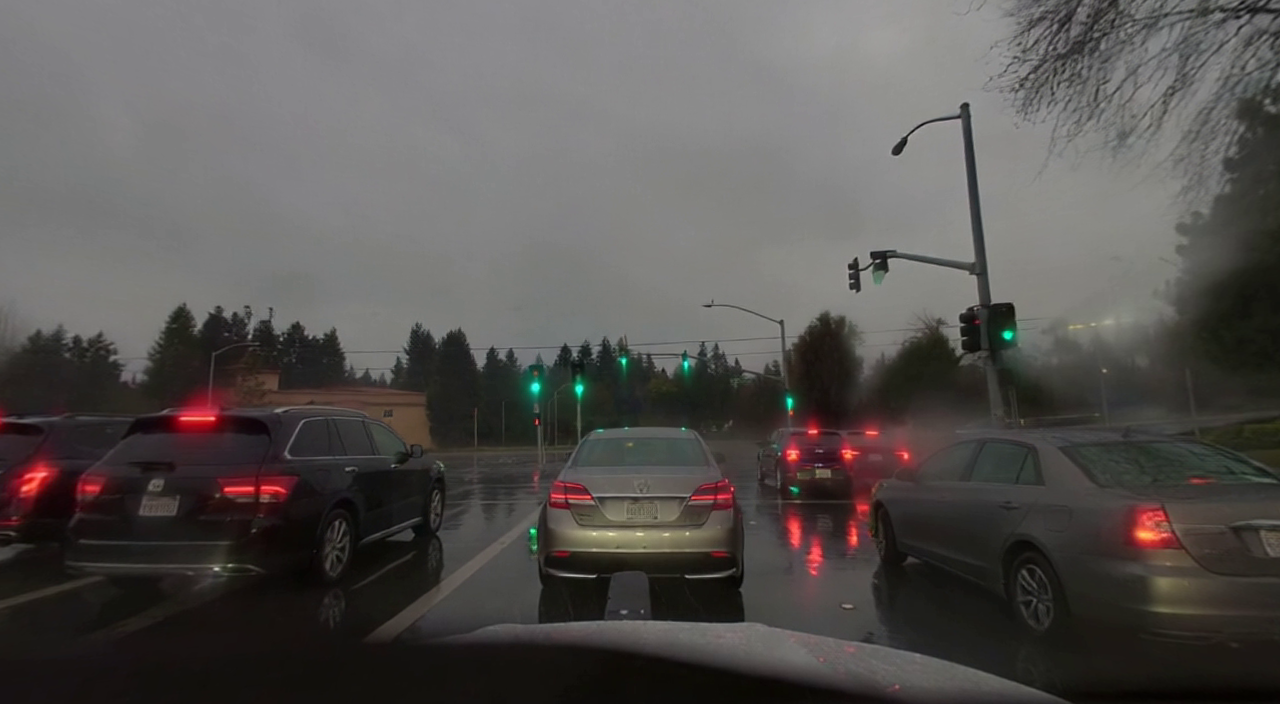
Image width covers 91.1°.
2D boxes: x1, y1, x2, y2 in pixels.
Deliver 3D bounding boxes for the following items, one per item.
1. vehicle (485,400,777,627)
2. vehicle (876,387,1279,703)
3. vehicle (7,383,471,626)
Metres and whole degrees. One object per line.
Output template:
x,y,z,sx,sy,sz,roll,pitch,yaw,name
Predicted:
-0.045,1.401,6.302,2.047,1.579,3.642,0,-8,1,vehicle
3.583,1.200,4.605,2.010,1.486,4.498,0,-8,1,vehicle
-3.553,1.430,6.855,2.014,1.755,4.360,0,-8,3,vehicle
